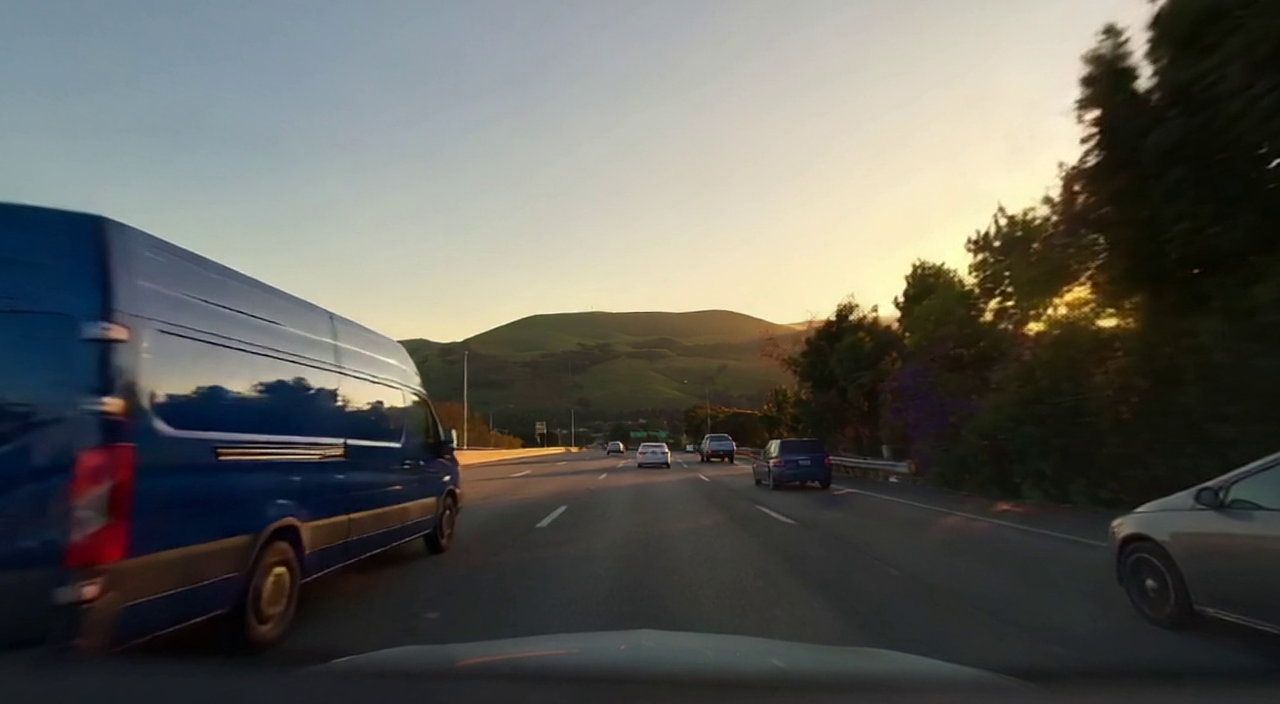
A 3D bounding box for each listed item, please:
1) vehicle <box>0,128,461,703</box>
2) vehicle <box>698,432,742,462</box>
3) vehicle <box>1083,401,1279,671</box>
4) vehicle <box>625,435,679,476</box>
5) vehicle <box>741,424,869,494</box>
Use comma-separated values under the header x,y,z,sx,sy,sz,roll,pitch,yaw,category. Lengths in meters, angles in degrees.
x,y,z,sx,sy,sz,roll,pitch,yaw,category
-3.597,0.772,5.452,2.396,2.664,5.735,-1,-9,0,vehicle
5.305,6.406,42.554,2.229,1.837,4.710,-1,-9,-2,vehicle
4.613,0.899,2.793,2.050,1.491,4.362,-1,-9,-1,vehicle
0.451,4.245,25.902,2.054,1.504,3.890,-1,-9,0,vehicle
4.378,2.930,17.539,2.270,1.660,4.101,-1,-9,-2,vehicle
